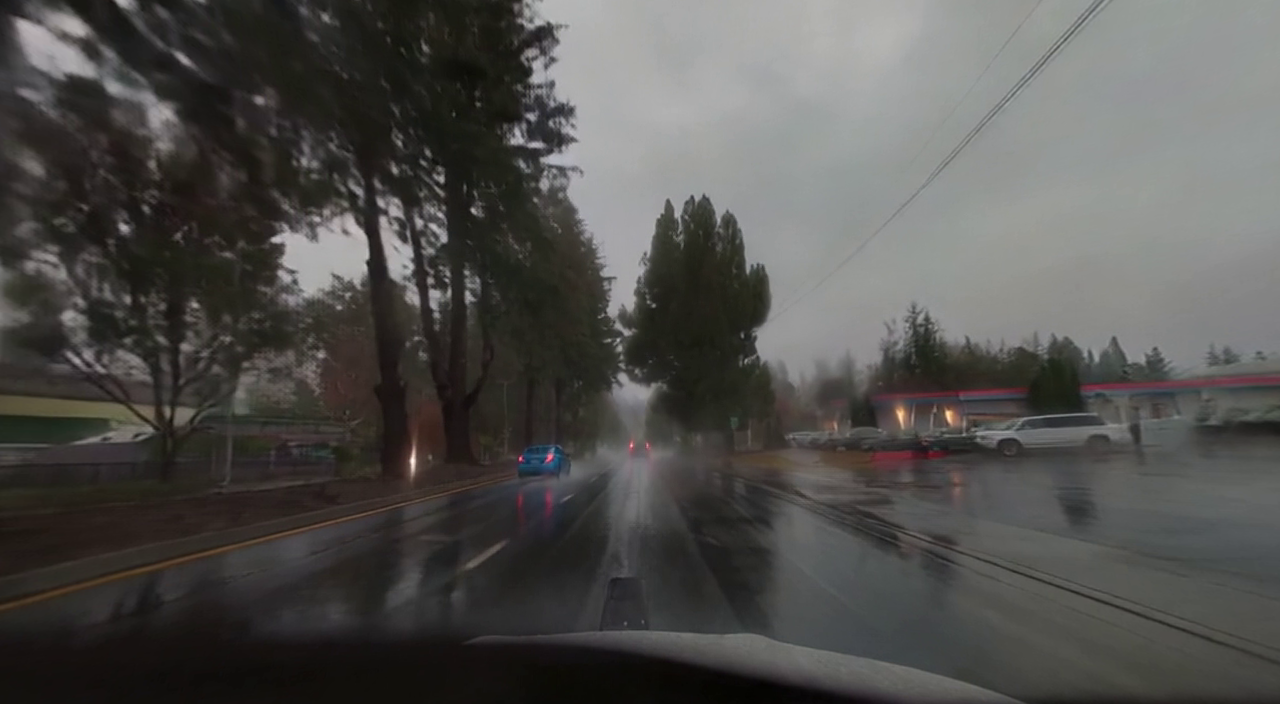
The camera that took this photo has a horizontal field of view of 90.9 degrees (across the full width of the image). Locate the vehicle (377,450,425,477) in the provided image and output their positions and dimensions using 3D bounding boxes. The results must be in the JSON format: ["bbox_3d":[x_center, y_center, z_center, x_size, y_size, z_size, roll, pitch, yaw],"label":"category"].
[{"bbox_3d":[-15.890,7.402,42.093,1.783,1.610,3.836,0,-8,-1],"label":"vehicle"}]

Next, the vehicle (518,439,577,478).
[{"bbox_3d":[-4.056,4.739,28.321,1.914,1.630,4.351,0,-8,1],"label":"vehicle"}]
